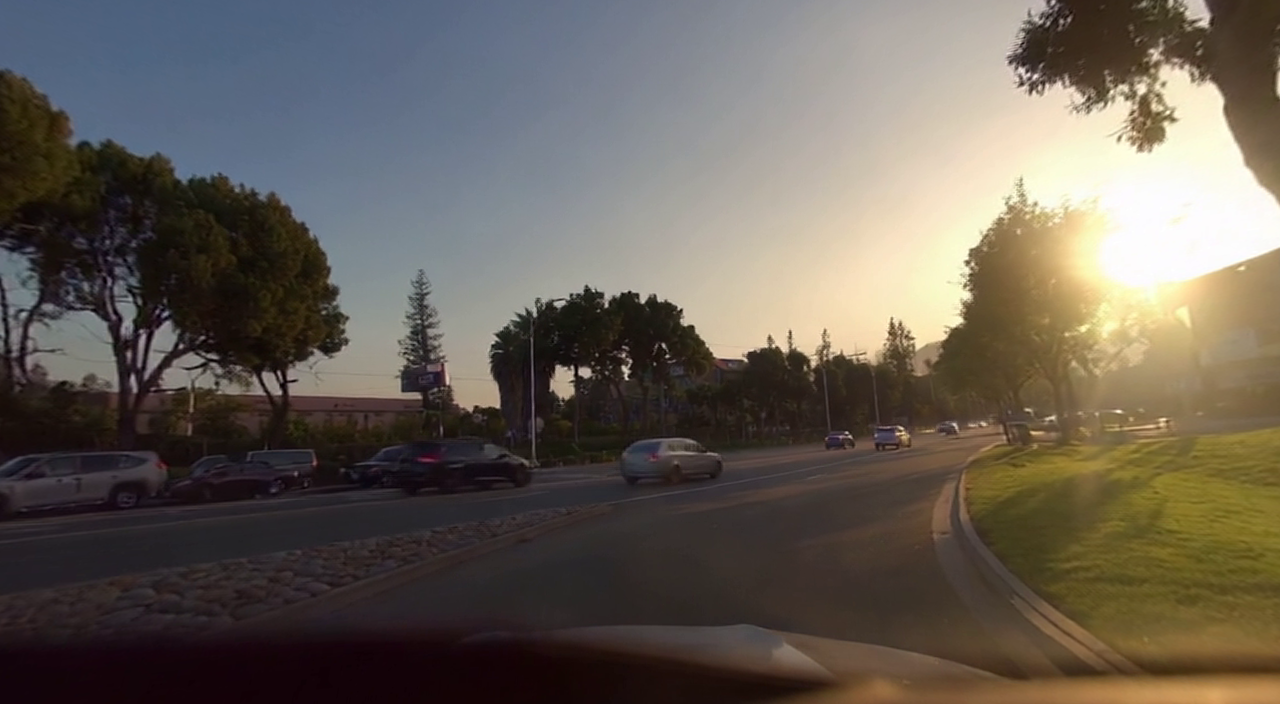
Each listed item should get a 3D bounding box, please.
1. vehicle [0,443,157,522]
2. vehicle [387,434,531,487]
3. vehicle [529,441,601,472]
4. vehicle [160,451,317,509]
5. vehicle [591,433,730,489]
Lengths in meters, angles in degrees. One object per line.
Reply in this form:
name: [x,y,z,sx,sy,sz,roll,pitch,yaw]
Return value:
vehicle: [-17.421,3.720,18.326,2.294,2.000,4.788,-6,-9,29]
vehicle: [-6.831,4.152,24.326,2.506,1.718,4.822,-11,-13,34]
vehicle: [-4.517,6.368,38.737,1.926,1.691,4.646,-4,-8,31]
vehicle: [-14.493,4.568,23.065,1.904,1.719,4.326,-5,-9,33]
vehicle: [0.741,3.288,19.239,1.984,1.482,4.482,-7,-11,37]
